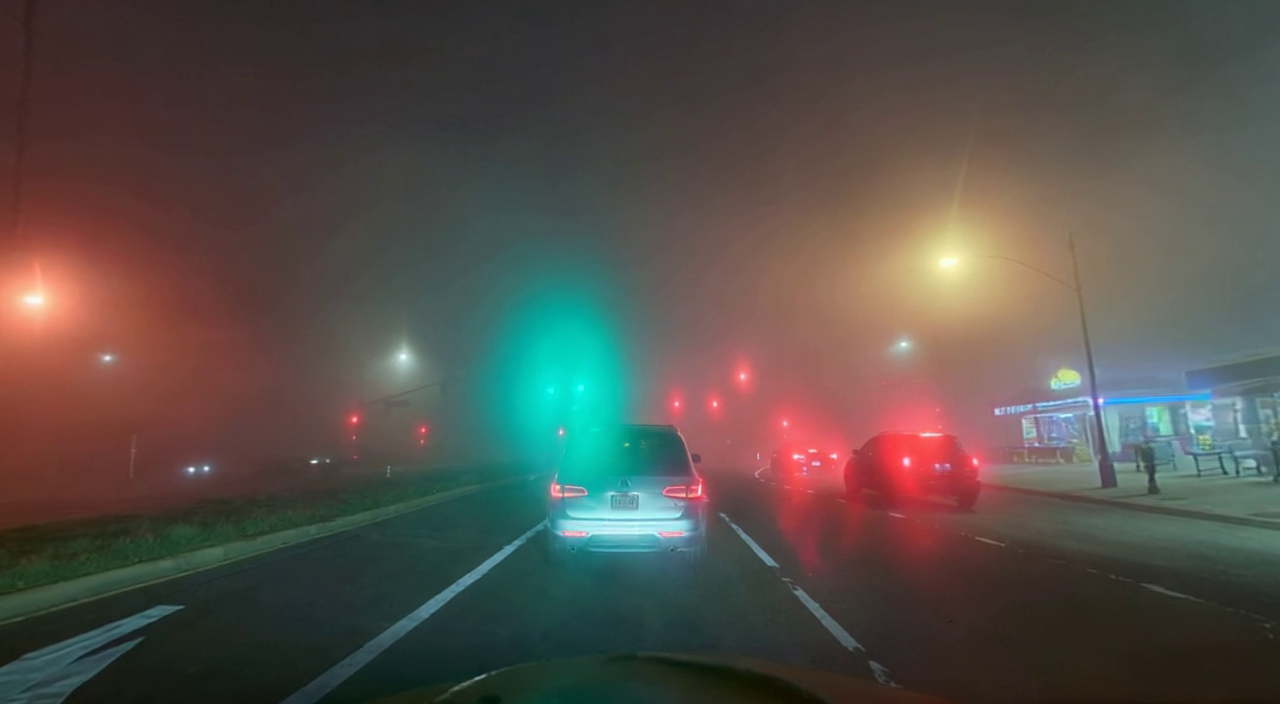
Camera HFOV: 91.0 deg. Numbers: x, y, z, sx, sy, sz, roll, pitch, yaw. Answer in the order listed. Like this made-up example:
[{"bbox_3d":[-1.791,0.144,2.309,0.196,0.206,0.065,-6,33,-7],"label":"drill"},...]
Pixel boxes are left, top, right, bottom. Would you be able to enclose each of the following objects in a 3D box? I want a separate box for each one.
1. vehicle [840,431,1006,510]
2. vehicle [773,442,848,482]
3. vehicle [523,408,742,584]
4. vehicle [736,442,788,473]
[{"bbox_3d":[6.776,2.875,15.753,2.072,1.652,4.611,0,-8,1],"label":"vehicle"},{"bbox_3d":[6.842,4.440,25.673,1.833,1.452,4.237,0,-9,0],"label":"vehicle"},{"bbox_3d":[-0.057,1.691,8.130,2.115,1.700,3.901,0,-8,0],"label":"vehicle"},{"bbox_3d":[6.289,5.480,32.823,1.961,1.477,4.454,0,-8,2],"label":"vehicle"}]
